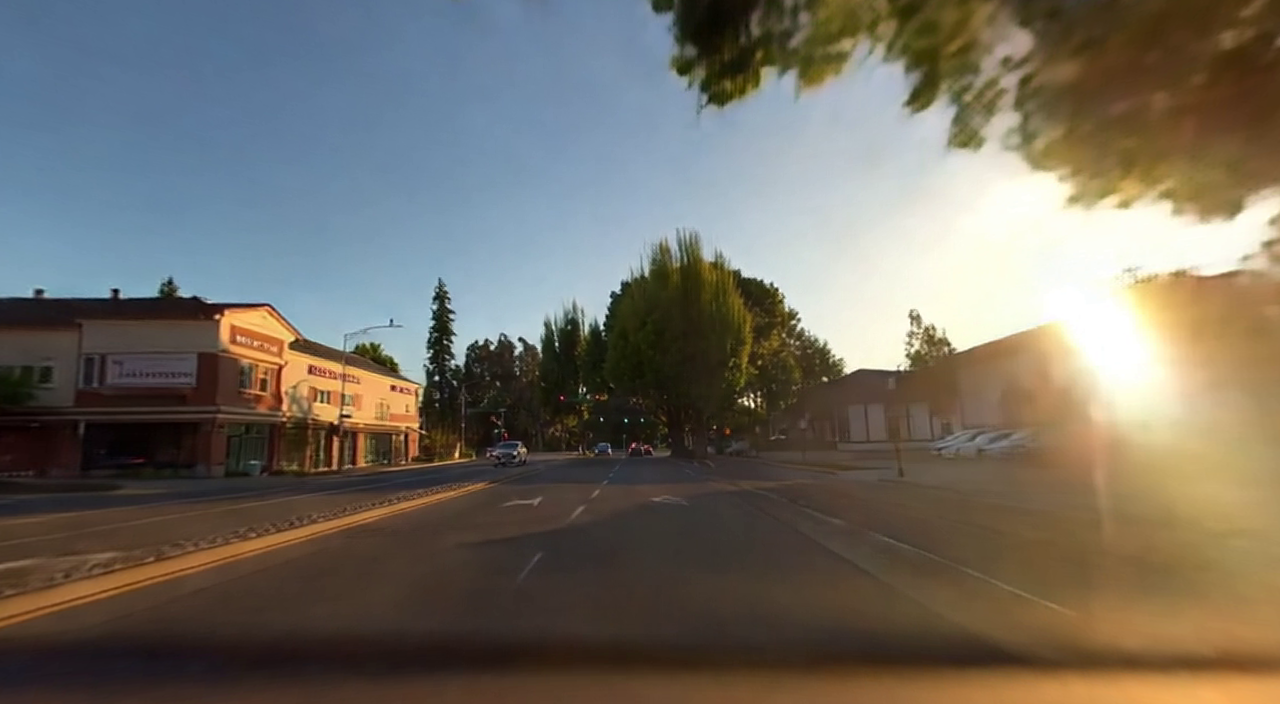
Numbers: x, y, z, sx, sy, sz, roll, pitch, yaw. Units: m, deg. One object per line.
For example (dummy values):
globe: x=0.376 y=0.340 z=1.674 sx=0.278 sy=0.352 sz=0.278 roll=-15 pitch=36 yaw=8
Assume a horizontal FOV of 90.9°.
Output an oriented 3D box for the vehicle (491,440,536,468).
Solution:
vehicle: x=-8.611 y=6.982 z=43.222 sx=2.149 sy=1.793 sz=4.468 roll=0 pitch=-9 yaw=0

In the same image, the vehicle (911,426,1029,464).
vehicle: x=17.709 y=5.006 z=34.024 sx=5.117 sy=1.933 sz=2.035 roll=-1 pitch=-8 yaw=3

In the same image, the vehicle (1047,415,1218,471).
vehicle: x=18.135 y=3.367 z=23.329 sx=4.904 sy=1.577 sz=1.863 roll=-3 pitch=-9 yaw=-8

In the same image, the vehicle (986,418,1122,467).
vehicle: x=17.009 y=3.764 z=26.117 sx=3.928 sy=1.661 sz=2.249 roll=-4 pitch=-9 yaw=-1
